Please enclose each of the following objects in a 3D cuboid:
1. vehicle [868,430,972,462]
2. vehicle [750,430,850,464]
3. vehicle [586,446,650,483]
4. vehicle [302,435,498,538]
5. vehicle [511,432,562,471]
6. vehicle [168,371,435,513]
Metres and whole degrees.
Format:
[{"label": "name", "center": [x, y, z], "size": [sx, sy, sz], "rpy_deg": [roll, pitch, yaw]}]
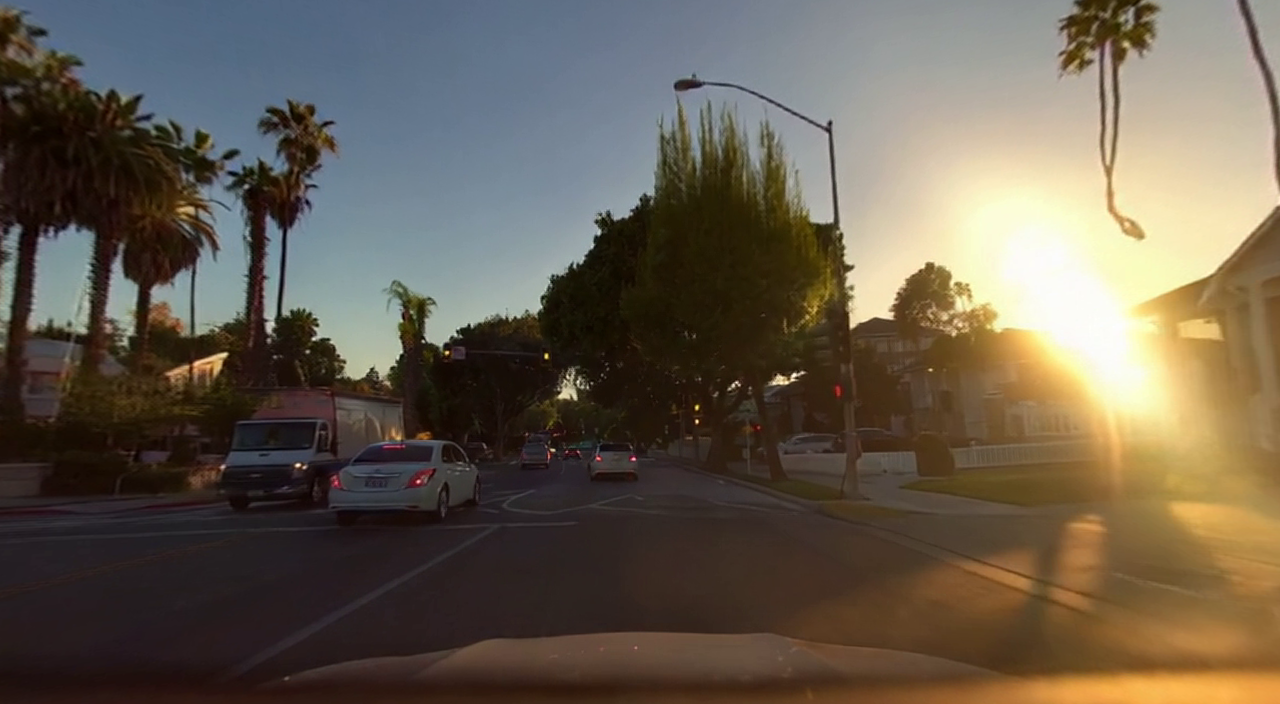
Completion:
[{"label": "vehicle", "center": [14.565, 4.881, 32.836], "size": [4.615, 1.555, 2.021], "rpy_deg": [2, -9, -15]}, {"label": "vehicle", "center": [8.601, 5.117, 34.026], "size": [4.742, 1.690, 2.218], "rpy_deg": [2, -9, -18]}, {"label": "vehicle", "center": [-0.841, 4.093, 23.299], "size": [2.131, 1.222, 3.868], "rpy_deg": [0, -9, -3]}, {"label": "vehicle", "center": [-3.925, 2.252, 11.212], "size": [1.709, 1.425, 4.337], "rpy_deg": [-1, -9, 1]}, {"label": "vehicle", "center": [-5.368, 5.247, 33.304], "size": [2.032, 1.852, 4.571], "rpy_deg": [-1, -8, -2]}, {"label": "vehicle", "center": [-7.645, 2.228, 15.603], "size": [2.821, 2.701, 6.721], "rpy_deg": [-1, -8, 0]}]
